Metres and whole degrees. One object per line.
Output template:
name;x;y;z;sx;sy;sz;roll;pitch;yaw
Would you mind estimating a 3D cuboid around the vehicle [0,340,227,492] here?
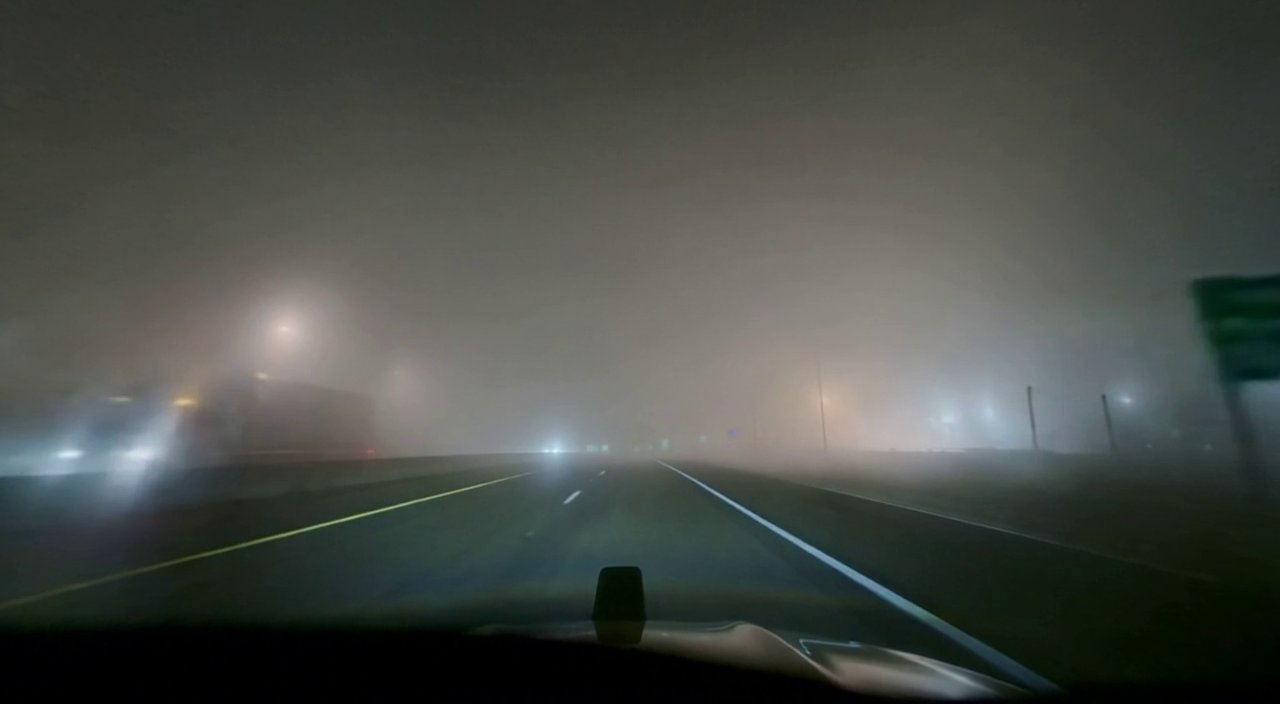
vehicle;-16.195;2.090;19.251;2.986;3.924;5.914;0;-9;-1
